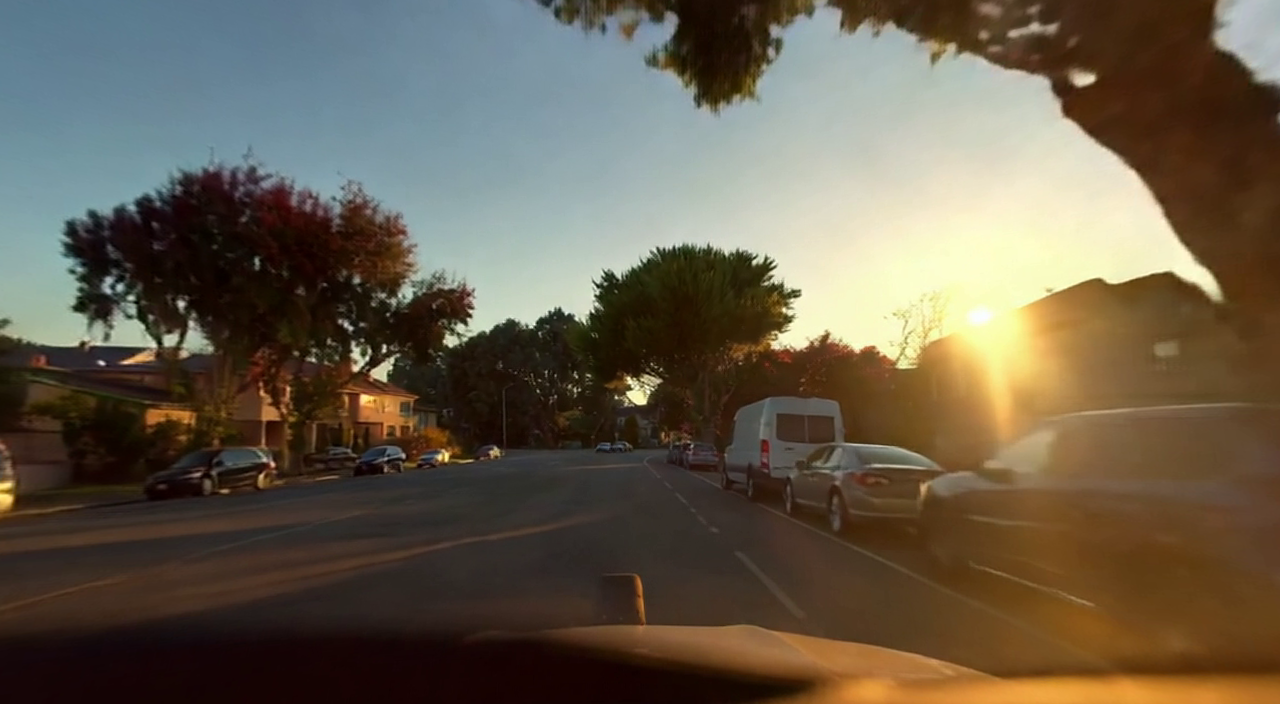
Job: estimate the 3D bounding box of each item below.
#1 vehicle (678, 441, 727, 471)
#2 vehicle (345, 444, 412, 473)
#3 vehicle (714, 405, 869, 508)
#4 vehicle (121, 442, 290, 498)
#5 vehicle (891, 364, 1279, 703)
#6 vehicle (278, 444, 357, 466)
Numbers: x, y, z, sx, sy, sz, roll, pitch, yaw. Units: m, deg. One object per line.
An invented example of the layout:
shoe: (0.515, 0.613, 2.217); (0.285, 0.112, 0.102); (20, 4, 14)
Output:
vehicle: (3.227, 5.499, 33.602); (1.956, 1.468, 4.524); (0, -9, -3)
vehicle: (-14.889, 6.092, 36.269); (1.923, 1.535, 4.862); (0, -9, -2)
vehicle: (3.527, 2.624, 16.173); (2.521, 2.168, 5.478); (0, -9, -1)
vehicle: (-14.382, 3.909, 21.423); (2.045, 1.636, 5.214); (0, -9, 0)
vehicle: (3.963, 1.192, 4.787); (2.067, 1.706, 4.506); (0, -9, -3)
vehicle: (-23.161, 7.415, 45.525); (4.599, 1.433, 1.863); (1, -9, -3)
